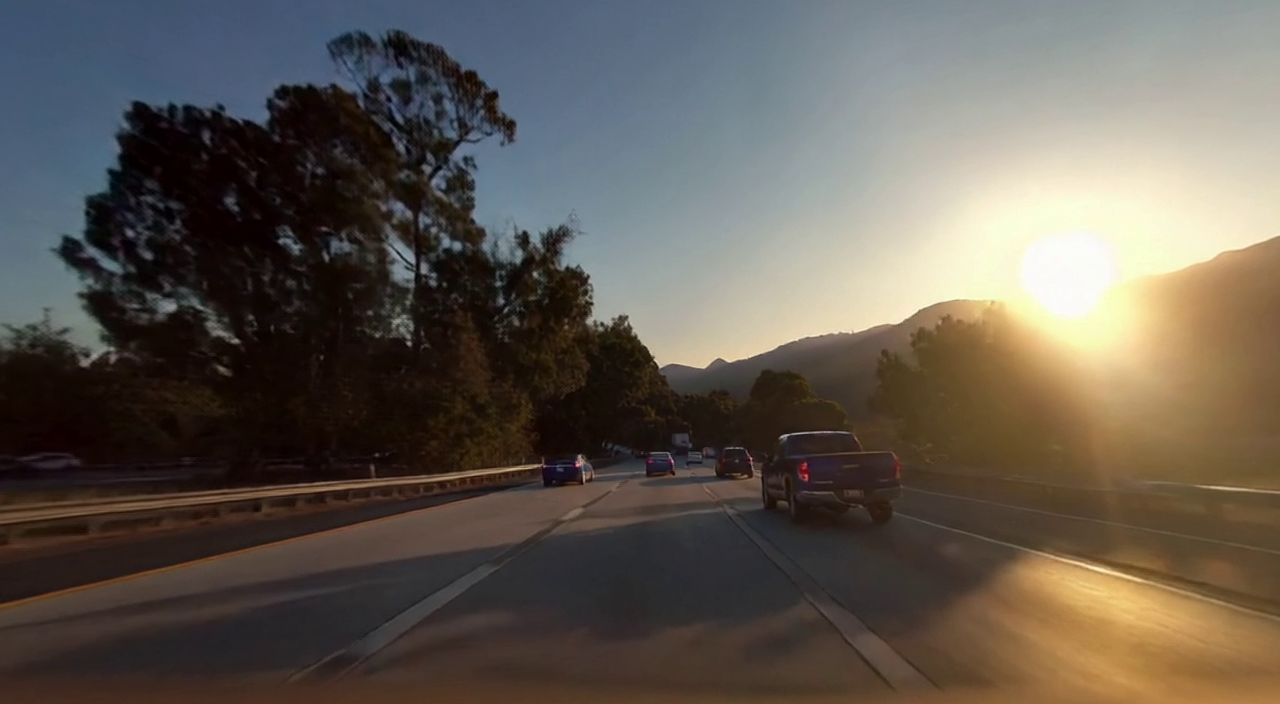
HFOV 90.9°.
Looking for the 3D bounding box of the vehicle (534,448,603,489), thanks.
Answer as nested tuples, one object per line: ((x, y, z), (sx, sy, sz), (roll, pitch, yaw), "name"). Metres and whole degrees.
((-2.862, 4.806, 26.492), (2.109, 1.530, 4.646), (-1, -9, 3), "vehicle")

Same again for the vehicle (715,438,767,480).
((5.158, 5.513, 32.778), (2.057, 1.958, 4.495), (0, -8, 1), "vehicle")

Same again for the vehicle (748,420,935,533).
((3.798, 2.466, 13.192), (2.229, 1.837, 5.387), (0, -8, 1), "vehicle")

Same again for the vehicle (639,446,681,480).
((1.008, 5.553, 31.871), (1.959, 1.604, 4.065), (-1, -8, 2), "vehicle")
